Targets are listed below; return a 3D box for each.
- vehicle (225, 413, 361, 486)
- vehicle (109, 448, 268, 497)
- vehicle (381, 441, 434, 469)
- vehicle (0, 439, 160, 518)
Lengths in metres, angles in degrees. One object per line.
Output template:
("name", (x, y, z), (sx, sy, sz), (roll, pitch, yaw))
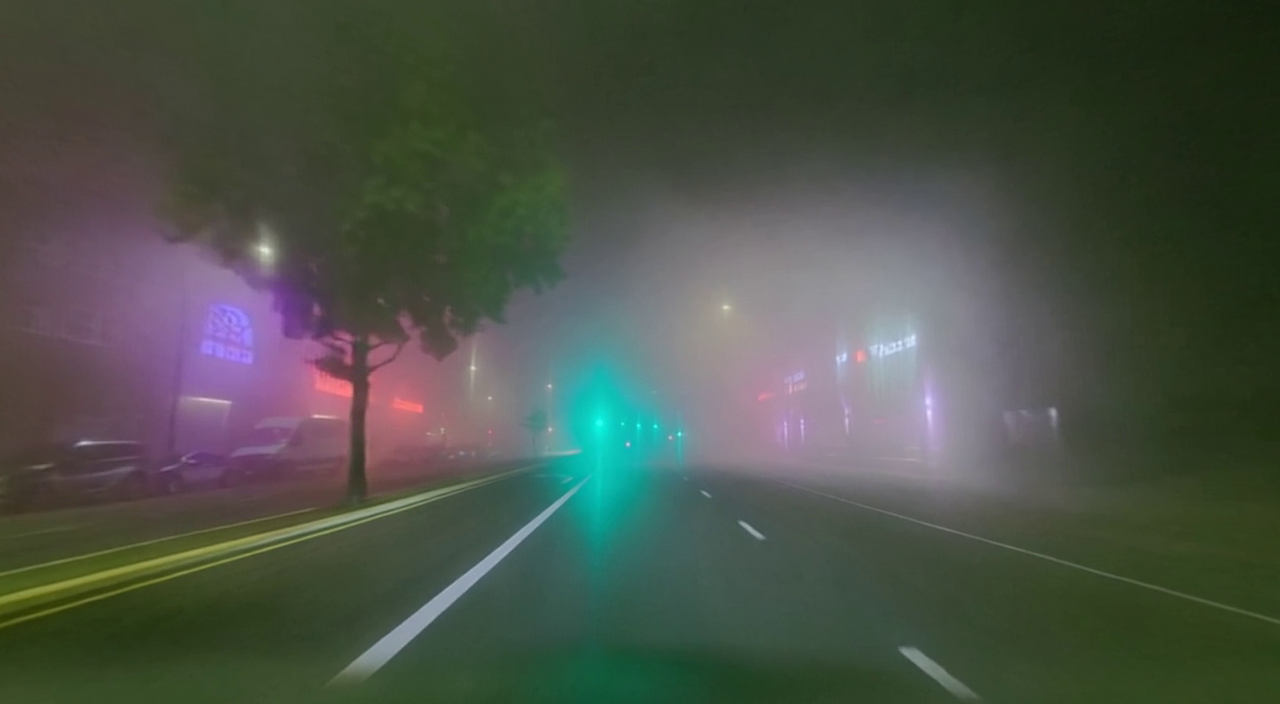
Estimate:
("vehicle", (-15.429, 4.412, 28.779), (2.335, 2.896, 6.785), (-1, -9, -1))
("vehicle", (-15.524, 4.139, 22.158), (1.929, 1.471, 4.919), (0, -8, 0))
("vehicle", (-15.581, 6.924, 42.647), (1.950, 1.749, 5.006), (0, -8, -3))
("vehicle", (-15.396, 3.200, 16.460), (1.989, 1.747, 5.019), (-1, -8, -3))
